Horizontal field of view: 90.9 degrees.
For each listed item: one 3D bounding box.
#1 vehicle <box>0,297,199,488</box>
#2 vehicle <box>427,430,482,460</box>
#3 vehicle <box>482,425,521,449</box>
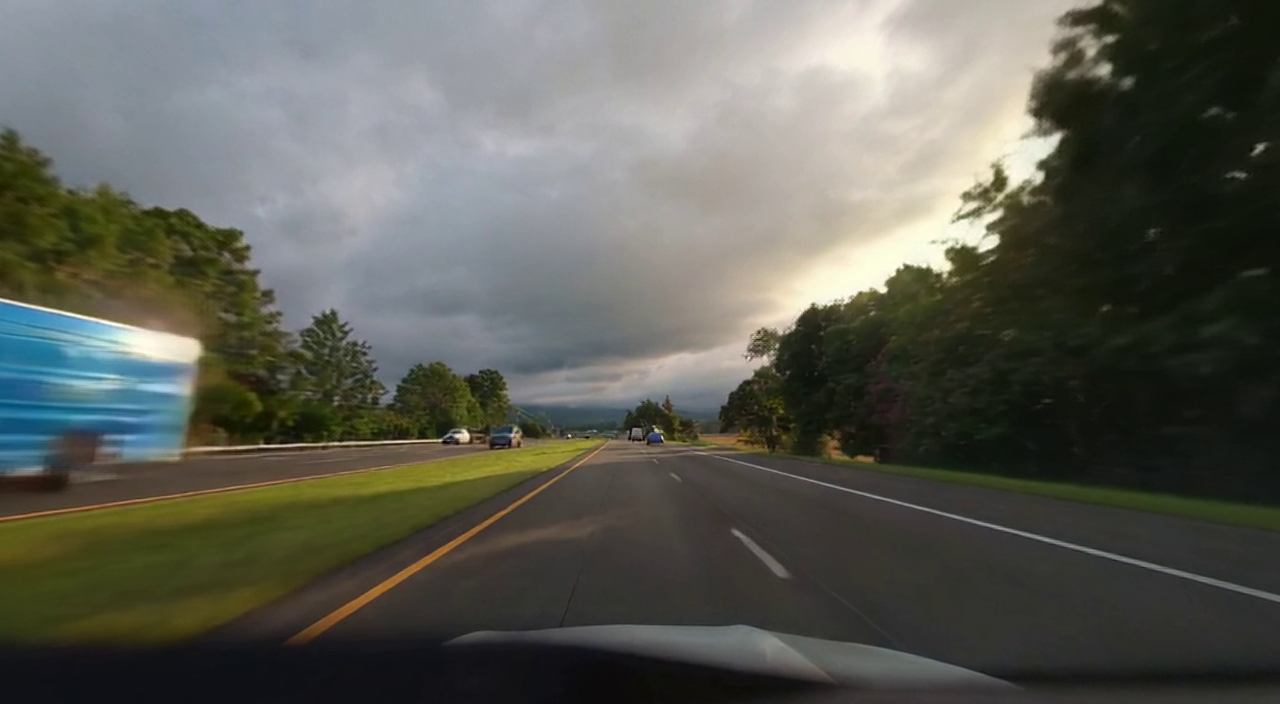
[{"bbox_3d":[-13.348,0.759,11.799,2.738,3.535,10.525,0,-8,-1],"label":"vehicle"},{"bbox_3d":[-10.436,5.255,35.813,1.933,1.555,4.470,1,-7,-2],"label":"vehicle"},{"bbox_3d":[-9.822,6.086,45.031,1.925,1.581,4.138,0,-8,-1],"label":"vehicle"}]
